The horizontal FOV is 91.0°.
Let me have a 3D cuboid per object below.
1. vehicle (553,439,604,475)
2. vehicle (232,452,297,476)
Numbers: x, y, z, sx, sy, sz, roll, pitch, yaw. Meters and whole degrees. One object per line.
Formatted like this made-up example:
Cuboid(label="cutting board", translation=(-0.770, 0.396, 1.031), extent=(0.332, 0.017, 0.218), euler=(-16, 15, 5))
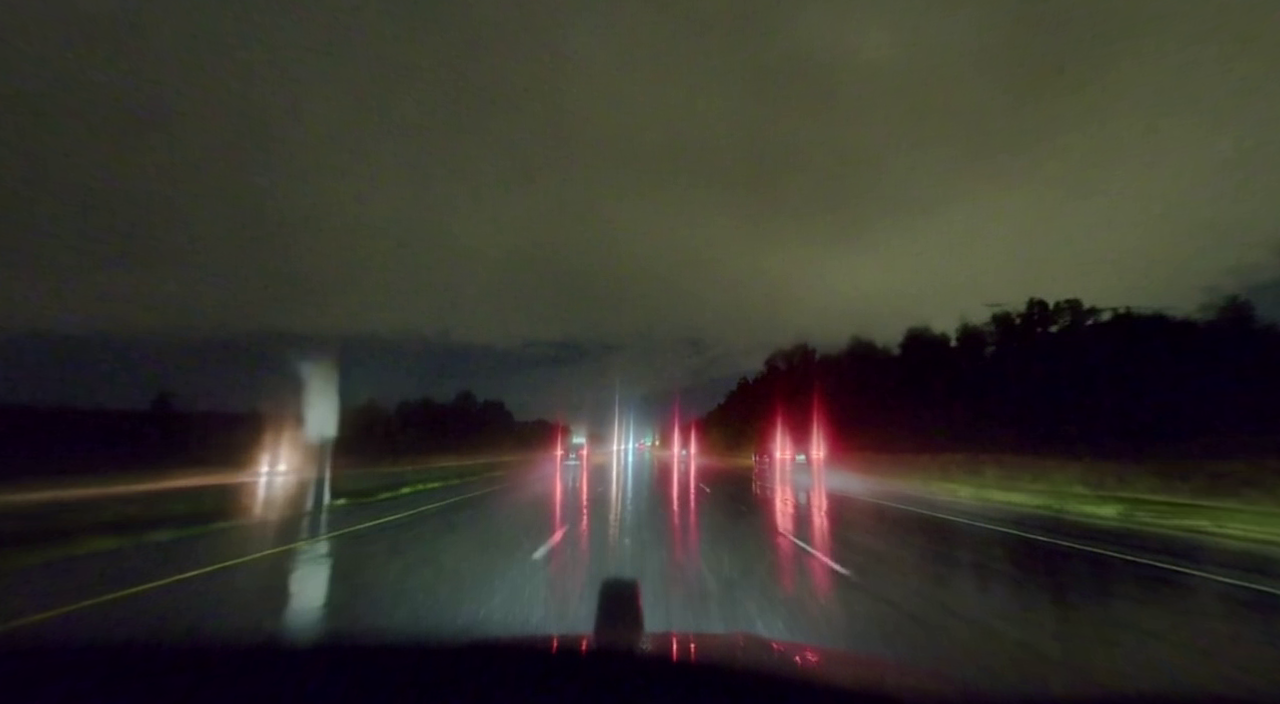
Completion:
Cuboid(label="vehicle", translation=(-3.090, 5.413, 32.537), extent=(2.070, 1.707, 4.309), euler=(0, -9, 1))
Cuboid(label="vehicle", translation=(-28.641, 8.515, 48.246), extent=(1.964, 1.711, 4.796), euler=(0, -9, 1))
